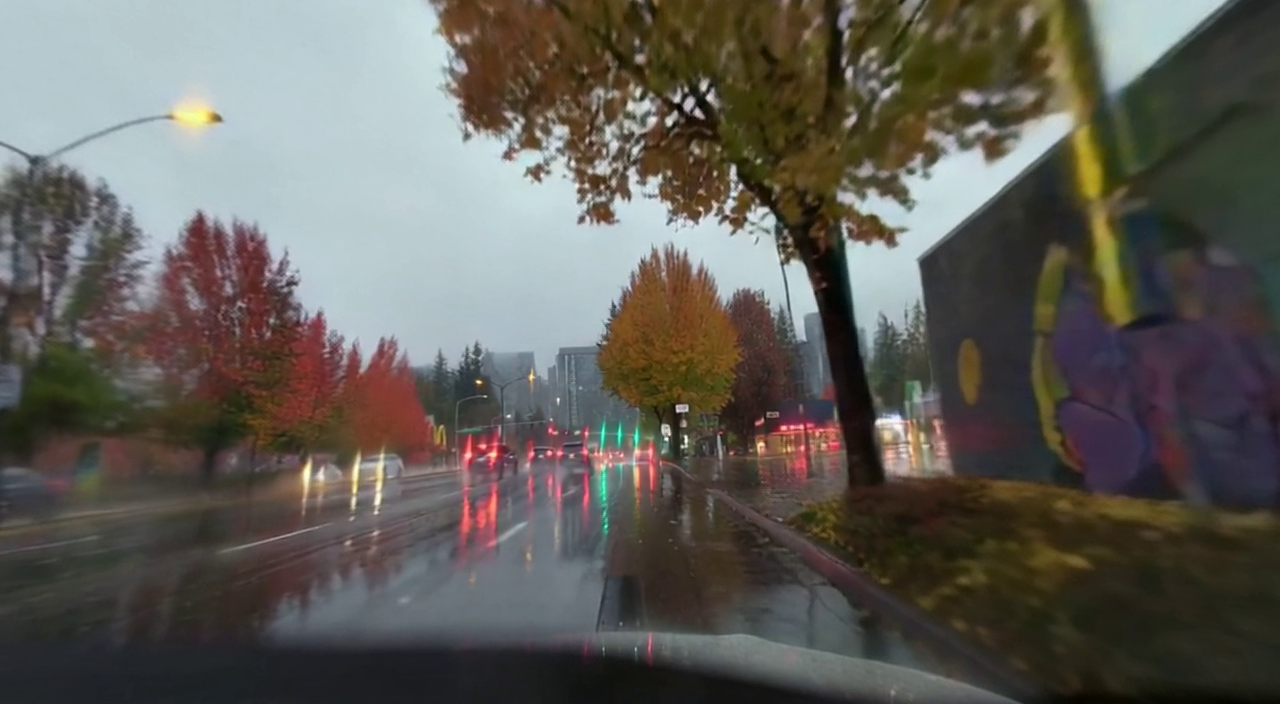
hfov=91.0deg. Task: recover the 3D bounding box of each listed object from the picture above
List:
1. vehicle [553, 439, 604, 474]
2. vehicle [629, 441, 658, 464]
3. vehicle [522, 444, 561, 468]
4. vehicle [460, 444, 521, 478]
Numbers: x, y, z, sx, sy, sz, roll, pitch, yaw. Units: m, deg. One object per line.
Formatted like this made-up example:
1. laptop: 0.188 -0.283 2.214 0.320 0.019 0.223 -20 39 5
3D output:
1. vehicle: -3.158 5.499 33.338 2.165 1.663 4.513 0 -9 1
2. vehicle: 0.236 7.821 48.973 2.144 1.704 4.028 1 -9 -1
3. vehicle: -7.446 7.901 47.909 2.069 1.719 4.441 0 -9 2
4. vehicle: -7.480 5.479 31.930 1.932 1.596 4.247 0 -9 1
